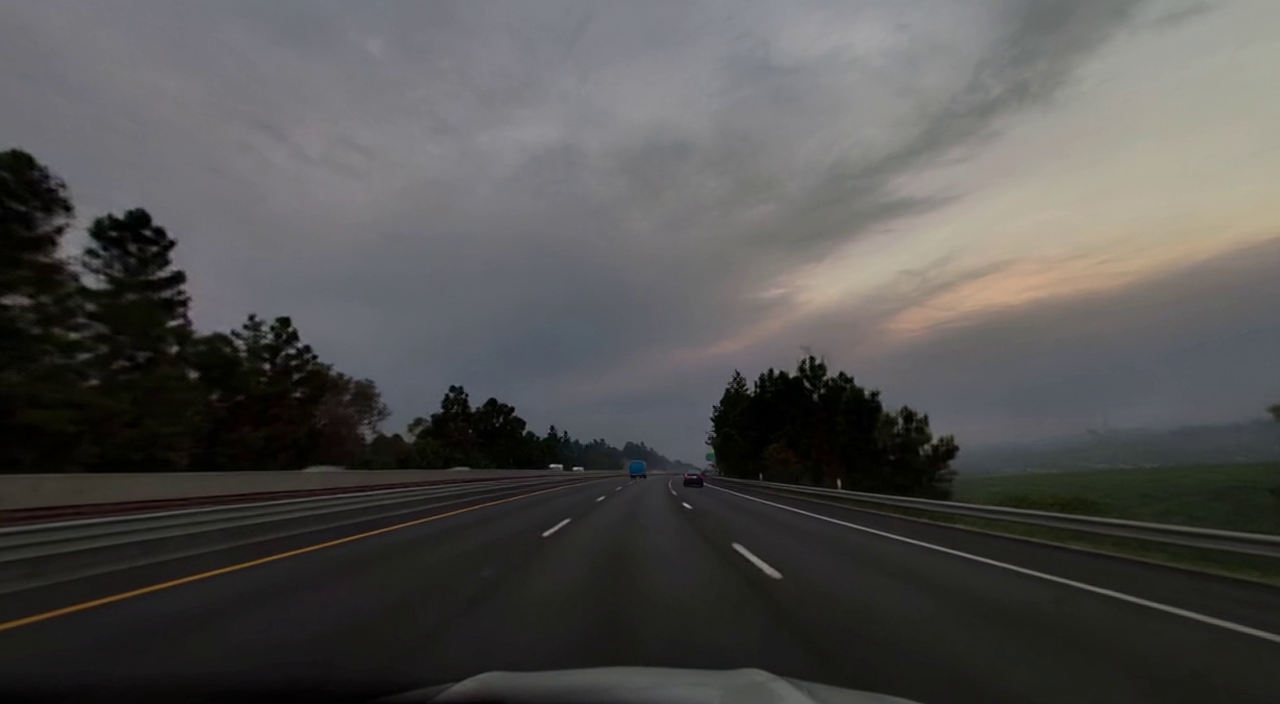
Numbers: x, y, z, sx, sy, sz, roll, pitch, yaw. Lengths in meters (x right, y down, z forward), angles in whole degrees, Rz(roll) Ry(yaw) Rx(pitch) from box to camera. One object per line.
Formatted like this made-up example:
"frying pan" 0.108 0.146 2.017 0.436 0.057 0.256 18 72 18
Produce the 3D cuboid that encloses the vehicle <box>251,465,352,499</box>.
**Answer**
"vehicle" -16.434 6.321 30.961 1.944 1.485 5.189 0 -10 2
